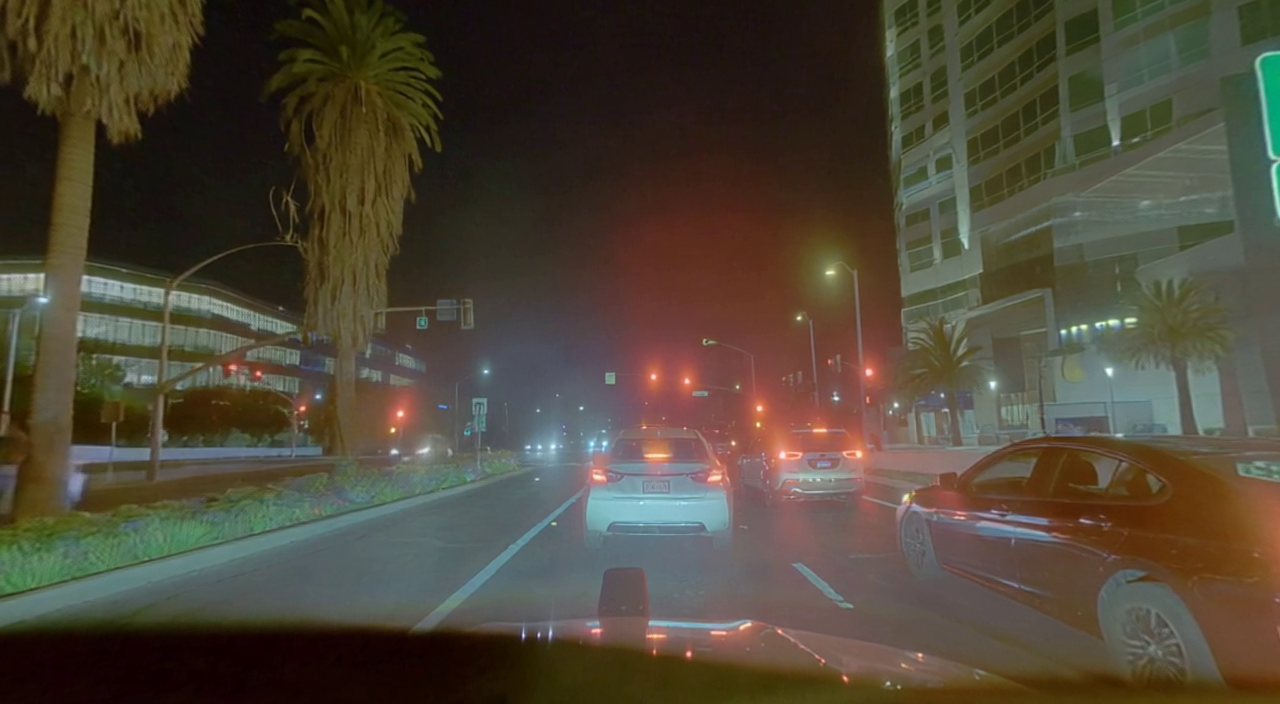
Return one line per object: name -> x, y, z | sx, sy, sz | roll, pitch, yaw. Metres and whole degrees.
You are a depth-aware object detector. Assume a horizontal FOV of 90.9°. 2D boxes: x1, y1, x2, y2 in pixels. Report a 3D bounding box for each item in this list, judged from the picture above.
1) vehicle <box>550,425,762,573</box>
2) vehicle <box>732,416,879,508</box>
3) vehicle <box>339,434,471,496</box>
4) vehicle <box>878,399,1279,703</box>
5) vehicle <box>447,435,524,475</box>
vehicle -> 0.172, 1.788, 8.455 | 2.140, 1.474, 4.026 | 0, -8, 0
vehicle -> 3.492, 2.425, 14.305 | 2.169, 1.751, 4.276 | 0, -8, 0
vehicle -> -6.250, 3.053, 17.368 | 1.900, 1.487, 4.165 | 0, -8, 2
vehicle -> 3.540, 1.226, 4.476 | 1.910, 1.490, 4.661 | 0, -8, 1
vehicle -> -6.048, 4.093, 25.224 | 1.822, 1.456, 4.396 | -1, -8, 2
